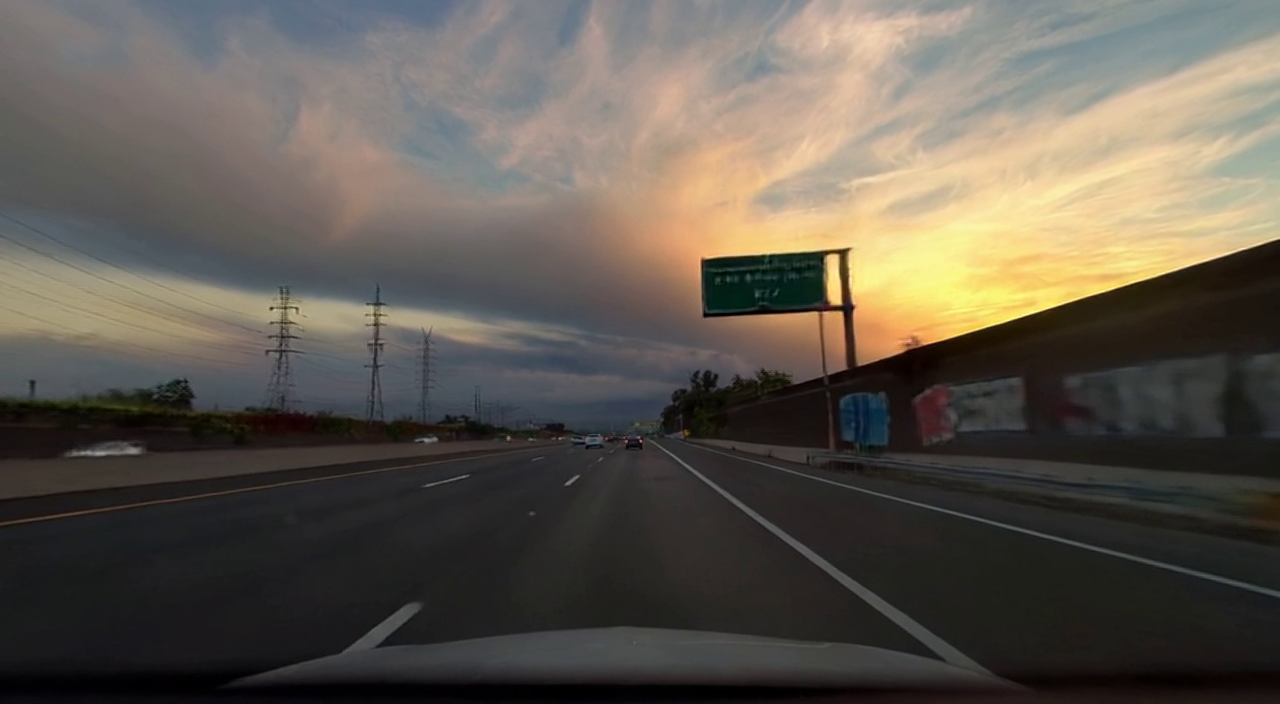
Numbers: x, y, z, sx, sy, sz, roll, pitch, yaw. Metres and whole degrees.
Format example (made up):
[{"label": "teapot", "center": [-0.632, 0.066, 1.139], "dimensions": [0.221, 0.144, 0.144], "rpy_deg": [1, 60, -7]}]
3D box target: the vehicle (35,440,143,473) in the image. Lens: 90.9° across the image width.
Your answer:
[{"label": "vehicle", "center": [-27.910, 5.276, 32.106], "dimensions": [1.832, 1.541, 4.111], "rpy_deg": [1, -7, -2]}]
